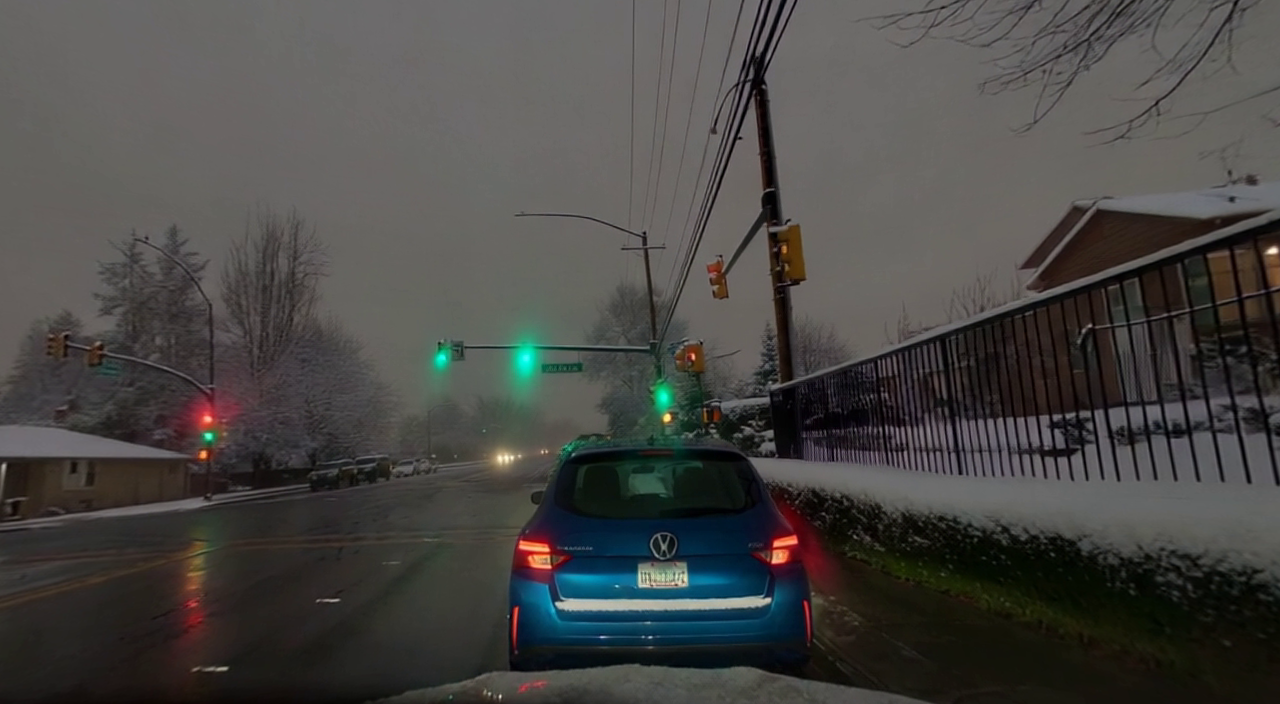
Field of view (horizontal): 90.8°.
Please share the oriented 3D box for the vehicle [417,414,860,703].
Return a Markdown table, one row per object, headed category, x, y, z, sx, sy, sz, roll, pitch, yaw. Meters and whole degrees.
| category | x | y | z | sx | sy | sz | roll | pitch | yaw |
| --- | --- | --- | --- | --- | --- | --- | --- | --- | --- |
| vehicle | -0.154 | 1.317 | 4.783 | 2.024 | 1.502 | 3.702 | 1 | -9 | -5 |
